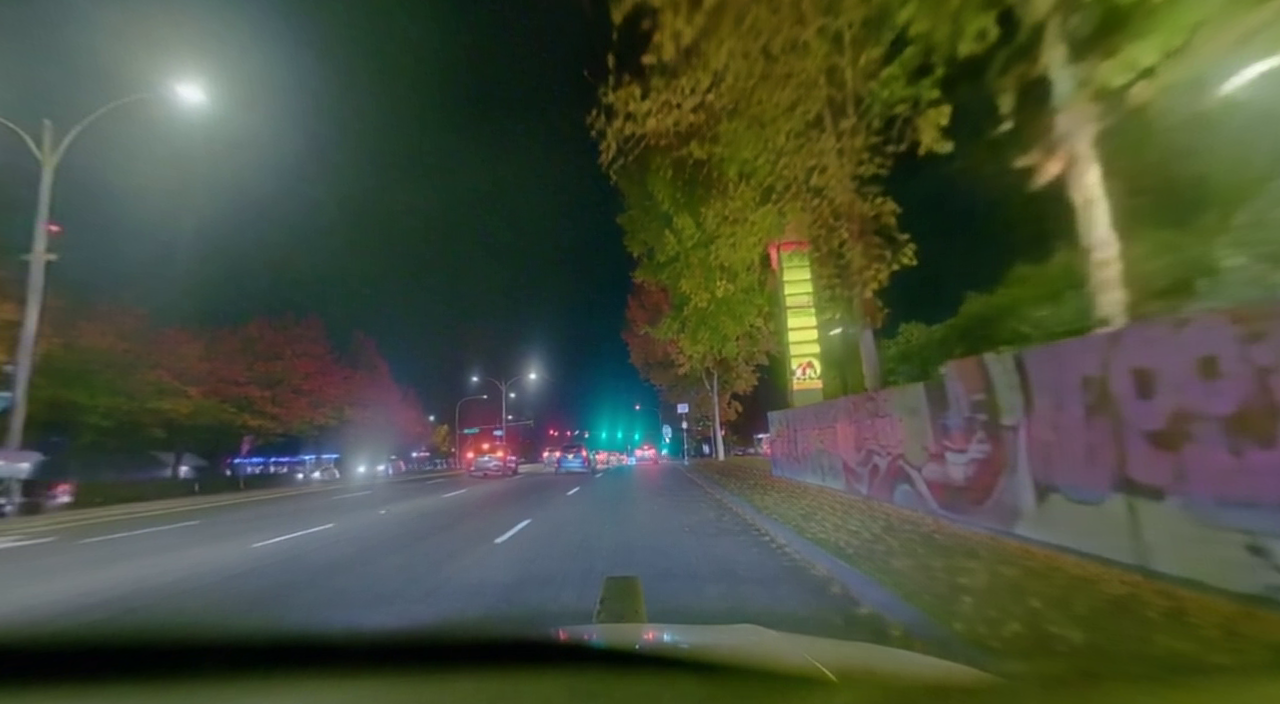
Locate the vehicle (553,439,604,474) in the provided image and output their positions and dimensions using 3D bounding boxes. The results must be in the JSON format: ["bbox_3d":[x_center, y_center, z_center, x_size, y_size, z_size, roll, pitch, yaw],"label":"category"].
[{"bbox_3d":[-3.158,5.499,33.338,2.165,1.663,4.513,0,-9,1],"label":"vehicle"}]

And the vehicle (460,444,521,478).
[{"bbox_3d":[-7.480,5.479,31.930,1.932,1.596,4.247,0,-9,1],"label":"vehicle"}]

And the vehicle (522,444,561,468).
[{"bbox_3d":[-7.446,7.901,47.909,2.069,1.719,4.441,0,-9,2],"label":"vehicle"}]

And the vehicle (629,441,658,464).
[{"bbox_3d":[0.236,7.821,48.973,2.144,1.704,4.028,1,-9,-1],"label":"vehicle"}]
